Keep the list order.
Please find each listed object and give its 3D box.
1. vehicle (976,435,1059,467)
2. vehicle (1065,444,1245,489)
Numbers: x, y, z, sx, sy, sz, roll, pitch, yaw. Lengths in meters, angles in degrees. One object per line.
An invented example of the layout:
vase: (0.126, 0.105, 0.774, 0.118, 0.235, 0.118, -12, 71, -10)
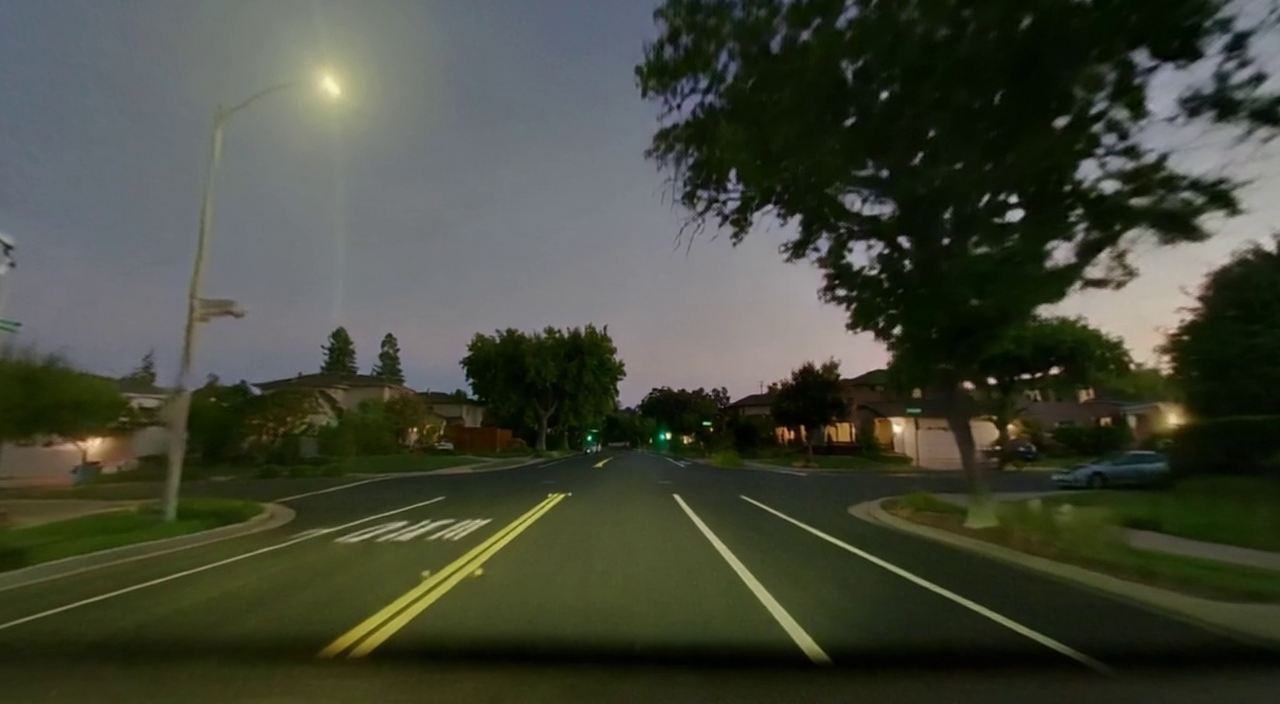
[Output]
vehicle: (22.905, 5.988, 38.570, 1.879, 1.584, 4.761, 1, -5, -5)
vehicle: (17.539, 3.902, 21.707, 4.368, 1.457, 2.031, 0, -9, 1)
